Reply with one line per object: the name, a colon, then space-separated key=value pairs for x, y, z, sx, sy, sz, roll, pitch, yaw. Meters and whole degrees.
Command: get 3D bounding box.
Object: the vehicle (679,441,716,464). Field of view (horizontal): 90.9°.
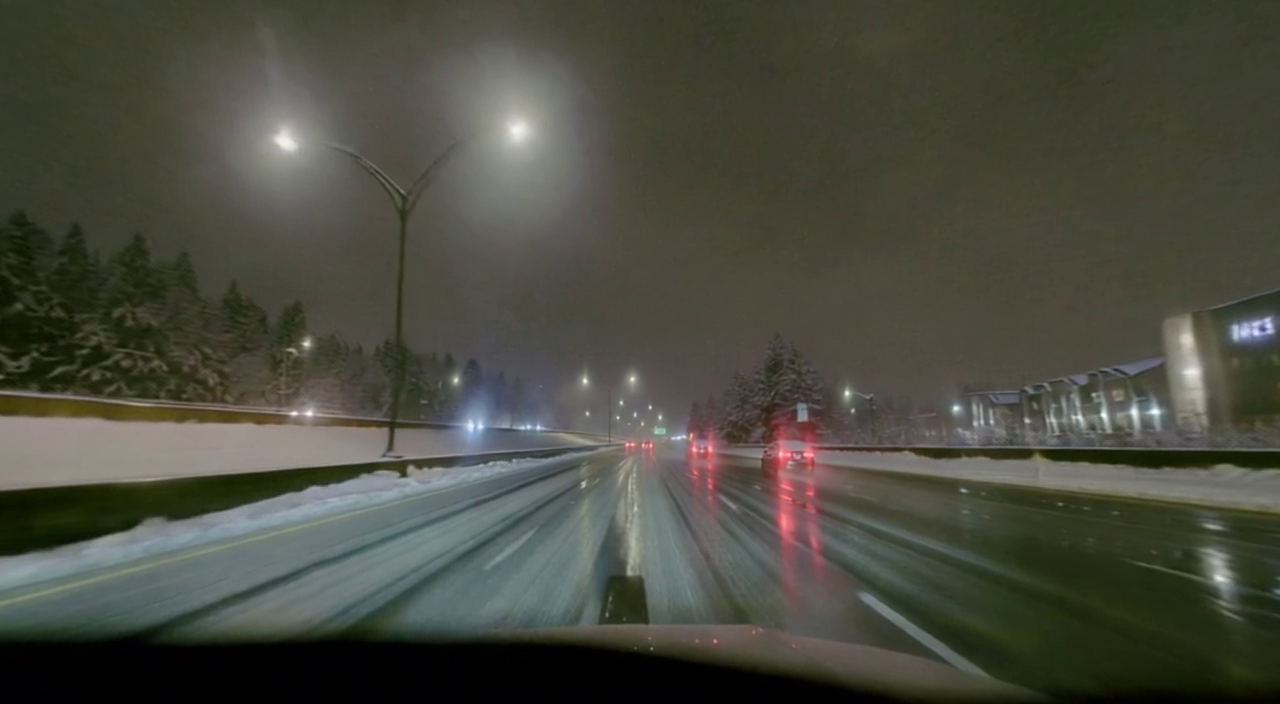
vehicle: x=3.916 y=6.919 z=43.544 sx=2.069 sy=1.431 sz=4.313 roll=0 pitch=-8 yaw=-1
